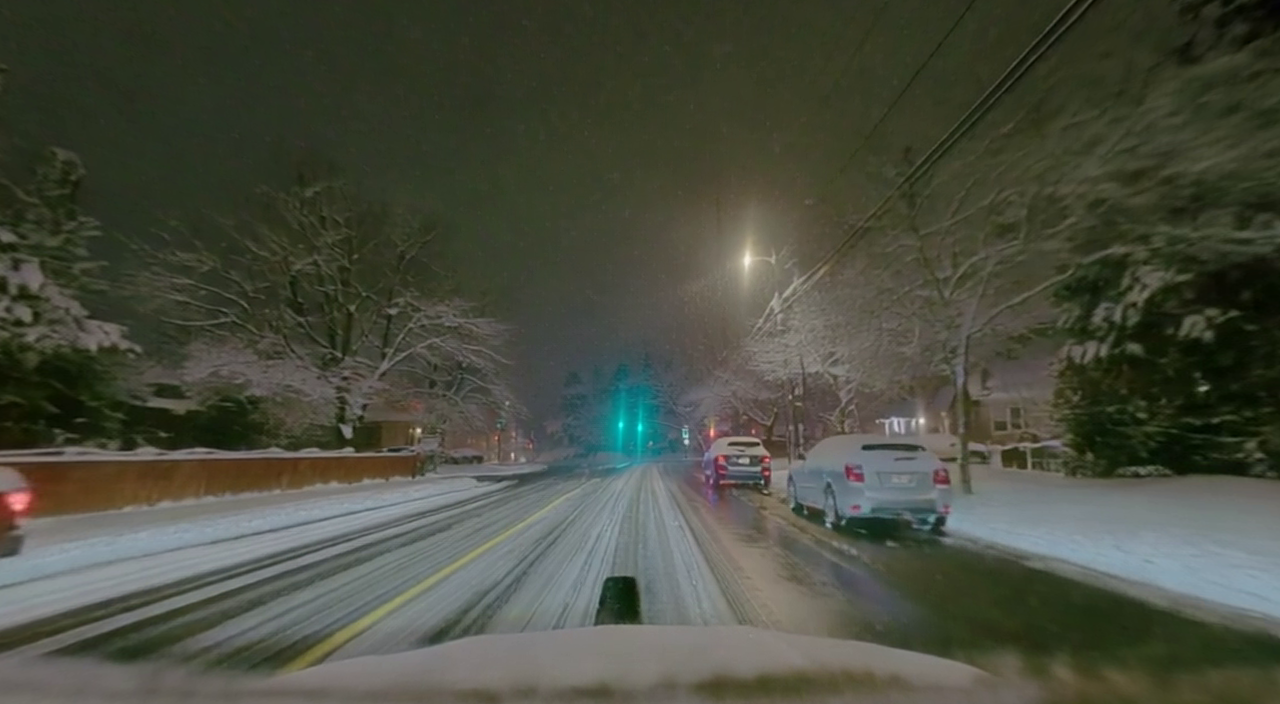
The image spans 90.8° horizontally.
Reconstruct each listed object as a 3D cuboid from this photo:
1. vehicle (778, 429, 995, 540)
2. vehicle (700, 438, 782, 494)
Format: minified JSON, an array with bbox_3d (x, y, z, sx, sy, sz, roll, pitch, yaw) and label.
[{"bbox_3d":[4.084,2.271,11.537,2.043,1.585,4.687,0,-8,0],"label":"vehicle"},{"bbox_3d":[3.156,3.661,20.715,2.037,1.595,4.536,0,-8,1],"label":"vehicle"}]
